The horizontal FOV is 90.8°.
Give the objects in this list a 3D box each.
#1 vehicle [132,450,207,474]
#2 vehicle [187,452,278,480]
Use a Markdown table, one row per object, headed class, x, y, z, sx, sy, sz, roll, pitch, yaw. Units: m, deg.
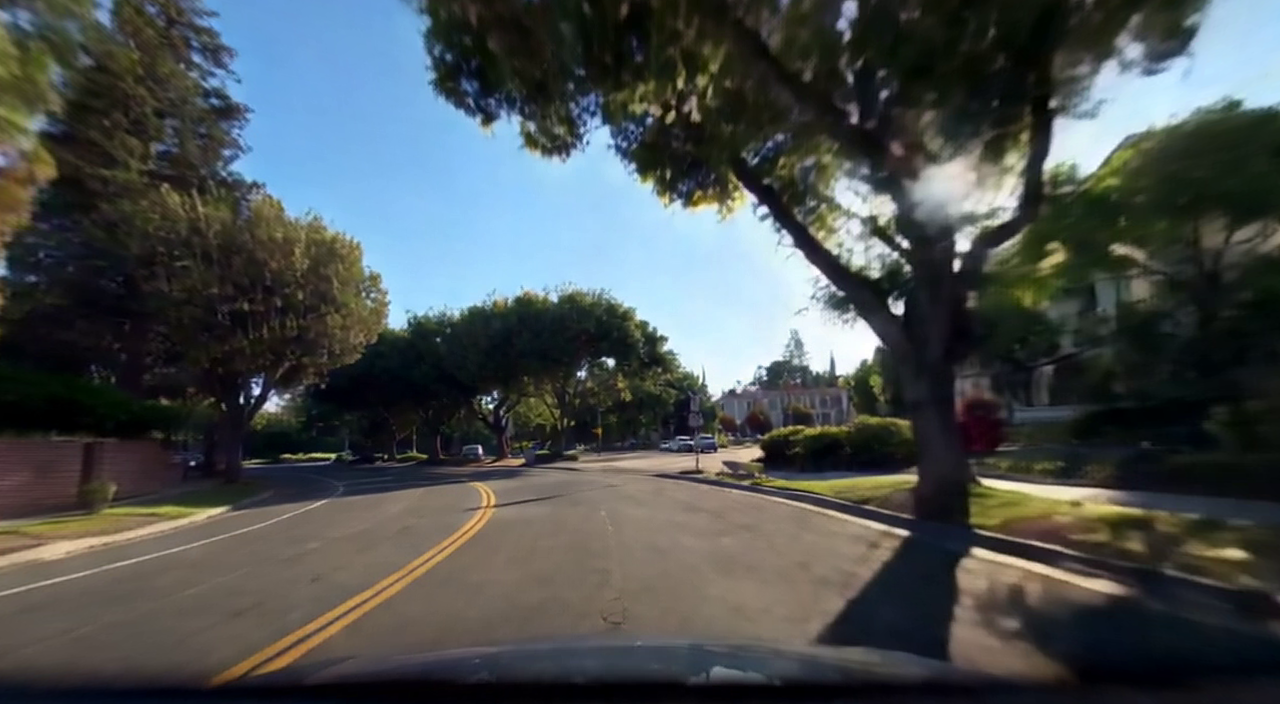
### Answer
| class | x | y | z | sx | sy | sz | roll | pitch | yaw |
| --- | --- | --- | --- | --- | --- | --- | --- | --- | --- |
| vehicle | -33.369 | 7.814 | 44.812 | 4.946 | 1.537 | 2.206 | -6 | -9 | 26 |
| vehicle | -25.021 | 6.900 | 38.625 | 7.241 | 1.161 | 2.772 | -6 | -7 | 42 |
